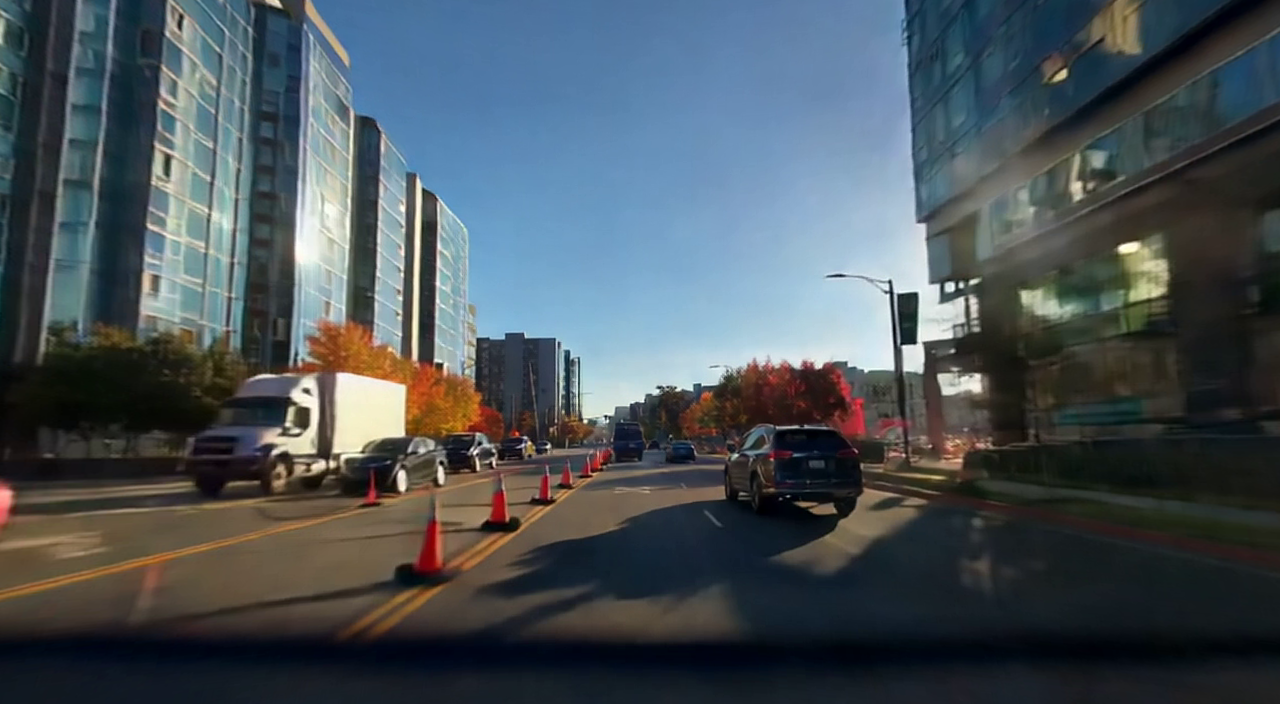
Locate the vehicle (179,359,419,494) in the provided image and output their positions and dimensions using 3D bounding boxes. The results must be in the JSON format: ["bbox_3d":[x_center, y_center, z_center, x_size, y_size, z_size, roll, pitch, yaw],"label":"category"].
[{"bbox_3d":[-11.155,2.750,22.265,2.988,3.755,9.456,0,-8,1],"label":"vehicle"}]

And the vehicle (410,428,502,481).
[{"bbox_3d":[-7.616,4.301,26.717,2.296,1.911,5.688,-2,-8,-1],"label":"vehicle"}]

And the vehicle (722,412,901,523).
[{"bbox_3d":[3.224,2.328,13.263,2.120,1.828,5.531,0,-8,-1],"label":"vehicle"}]

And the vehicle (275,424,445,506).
[{"bbox_3d":[-7.300,2.968,17.123,2.437,1.820,4.827,-2,-8,0],"label":"vehicle"}]

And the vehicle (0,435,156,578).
[{"bbox_3d":[-7.669,1.580,6.302,1.881,1.485,4.522,0,-8,2],"label":"vehicle"}]

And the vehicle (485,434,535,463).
[{"bbox_3d":[-9.241,6.925,45.024,2.192,1.923,4.970,-1,-8,4],"label":"vehicle"}]

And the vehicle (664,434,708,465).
[{"bbox_3d":[2.804,6.151,39.739,2.187,1.835,5.471,0,-8,-2],"label":"vehicle"}]

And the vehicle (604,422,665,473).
[{"bbox_3d":[-0.343,4.843,31.965,2.762,2.309,6.723,0,-8,-2],"label":"vehicle"}]
